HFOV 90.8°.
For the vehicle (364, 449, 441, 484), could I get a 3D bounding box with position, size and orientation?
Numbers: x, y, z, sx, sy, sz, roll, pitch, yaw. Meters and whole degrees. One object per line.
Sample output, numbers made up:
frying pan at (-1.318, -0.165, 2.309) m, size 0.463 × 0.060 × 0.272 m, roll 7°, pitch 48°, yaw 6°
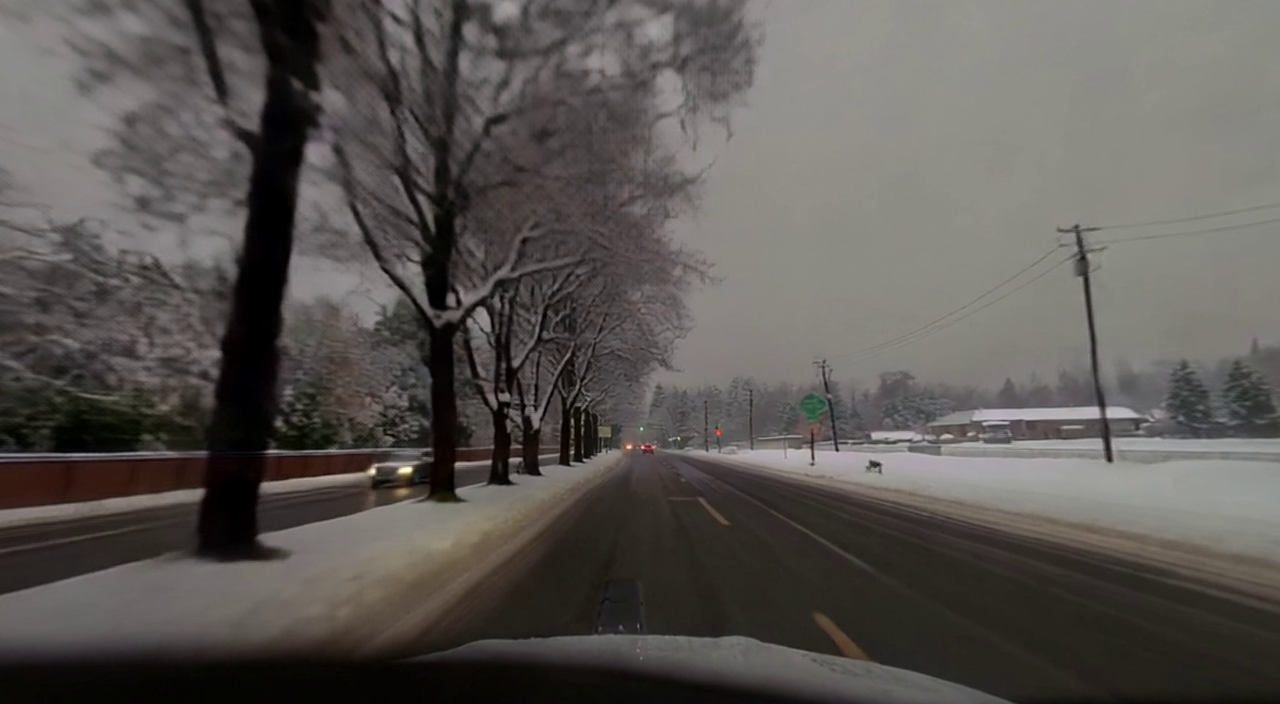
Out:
vehicle at (-10.834, 5.248, 29.208) m, size 1.825 × 1.473 × 4.357 m, roll 0°, pitch -9°, yaw 1°
